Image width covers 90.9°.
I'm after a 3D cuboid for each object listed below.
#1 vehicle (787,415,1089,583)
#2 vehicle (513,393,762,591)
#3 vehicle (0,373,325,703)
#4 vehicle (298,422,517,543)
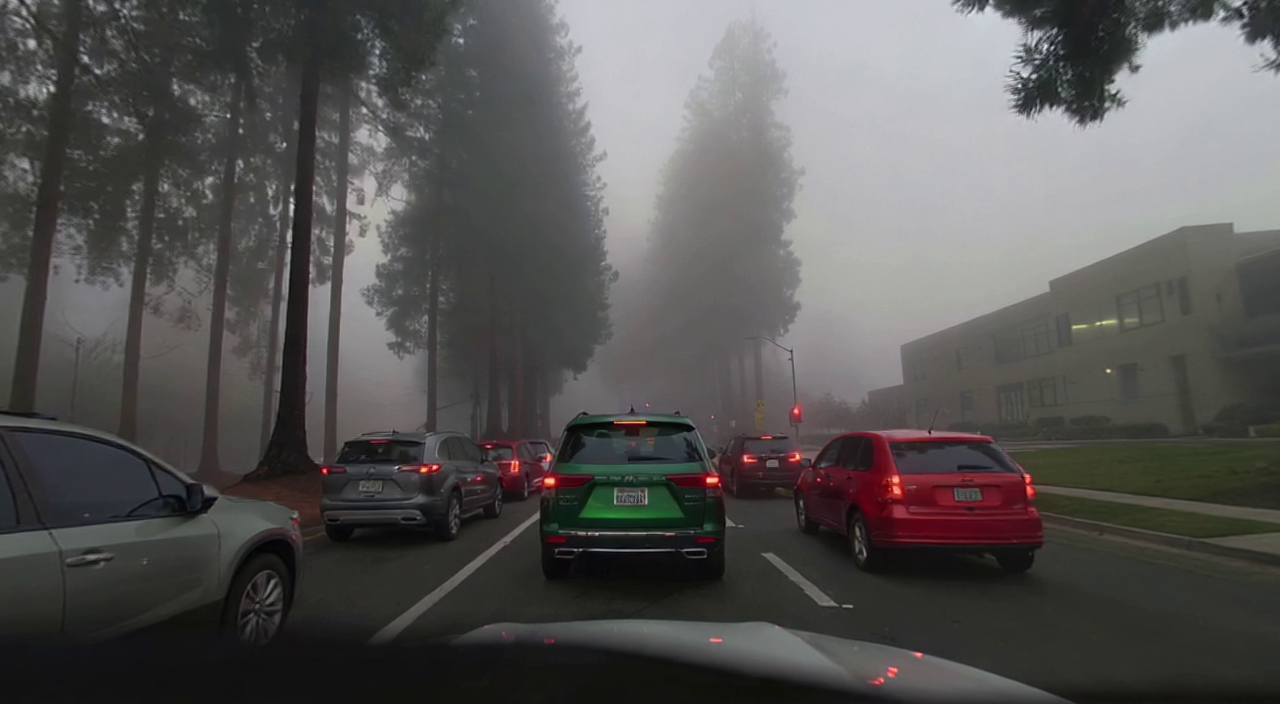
[{"bbox_3d":[3.271,1.671,7.883,1.922,1.579,3.642,0,-8,-1],"label":"vehicle"},{"bbox_3d":[0.006,1.540,7.677,2.193,1.744,4.033,0,-8,1],"label":"vehicle"},{"bbox_3d":[-3.776,0.999,3.309,1.929,1.641,4.193,0,-8,2],"label":"vehicle"},{"bbox_3d":[-3.641,2.121,10.911,2.042,1.641,4.314,0,-8,1],"label":"vehicle"}]
